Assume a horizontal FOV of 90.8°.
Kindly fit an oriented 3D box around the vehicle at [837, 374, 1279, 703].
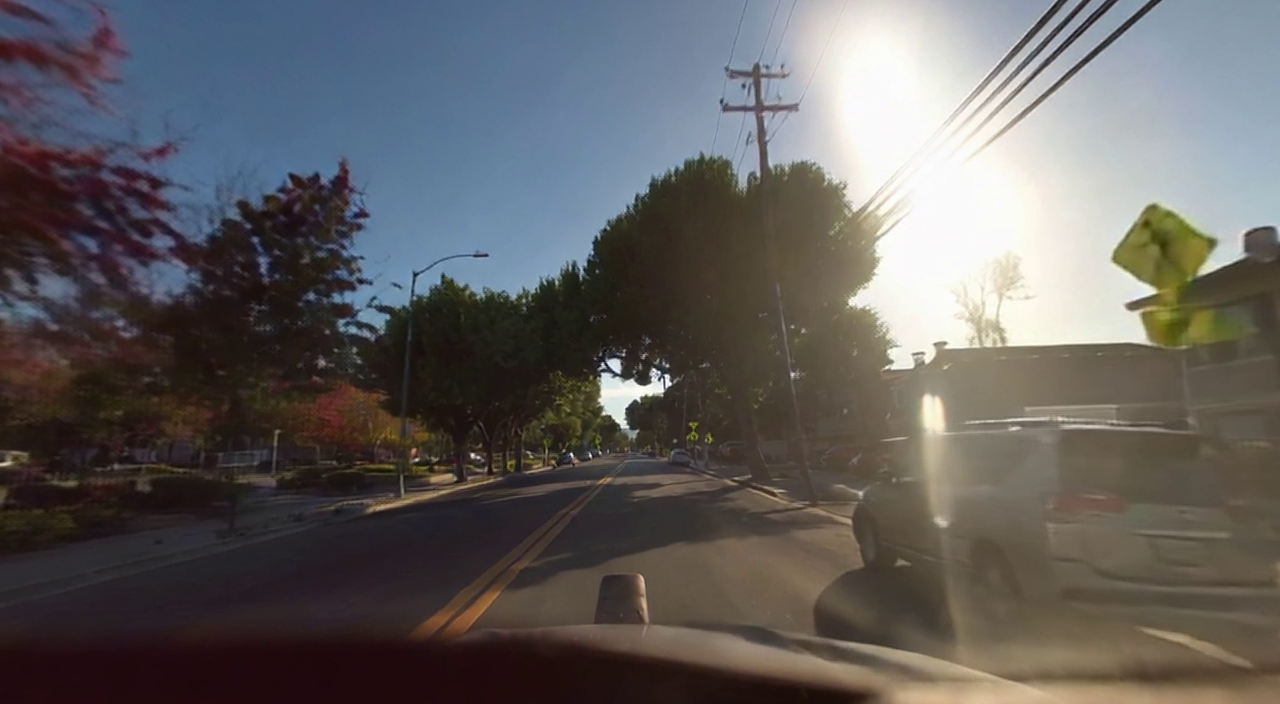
[{"bbox_3d":[3.460,1.413,5.659,1.949,1.807,4.224,4,-9,-1],"label":"vehicle"}]
